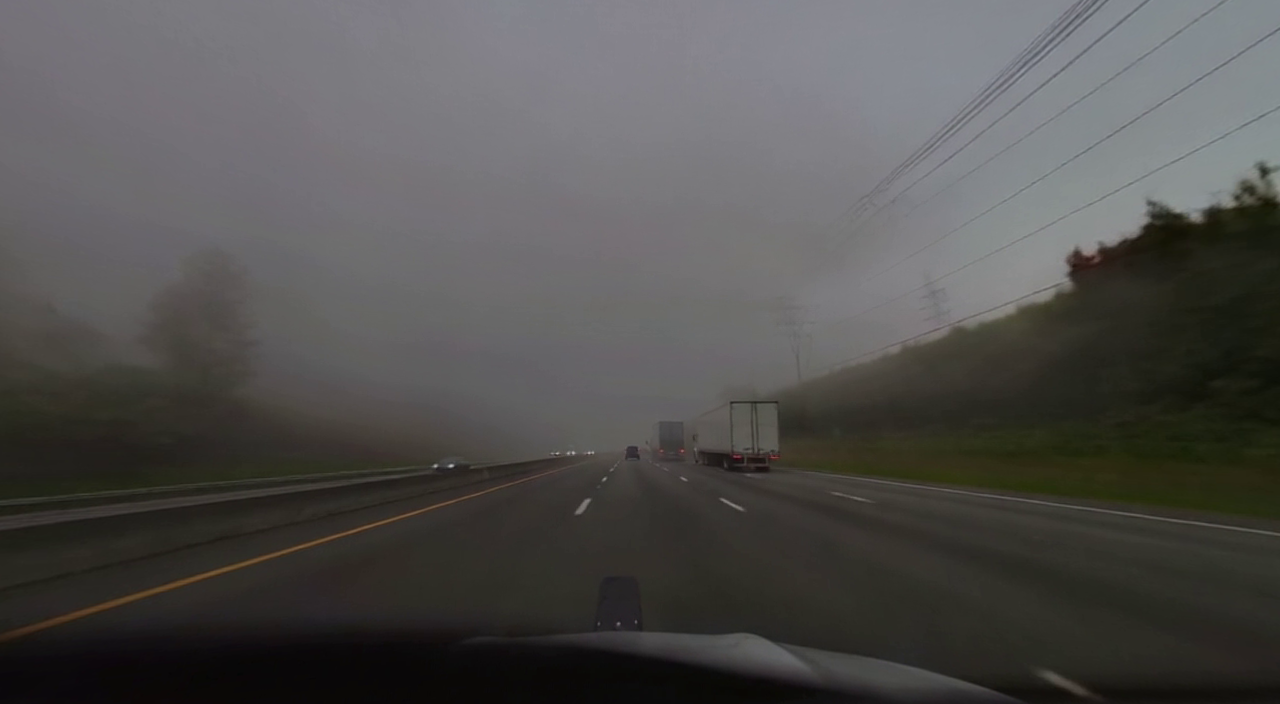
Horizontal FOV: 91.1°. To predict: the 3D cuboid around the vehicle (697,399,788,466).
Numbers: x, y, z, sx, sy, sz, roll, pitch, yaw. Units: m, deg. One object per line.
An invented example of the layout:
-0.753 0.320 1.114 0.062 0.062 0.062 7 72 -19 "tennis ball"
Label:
7.142 6.316 47.735 3.400 4.134 17.388 0 -9 -2 "vehicle"
